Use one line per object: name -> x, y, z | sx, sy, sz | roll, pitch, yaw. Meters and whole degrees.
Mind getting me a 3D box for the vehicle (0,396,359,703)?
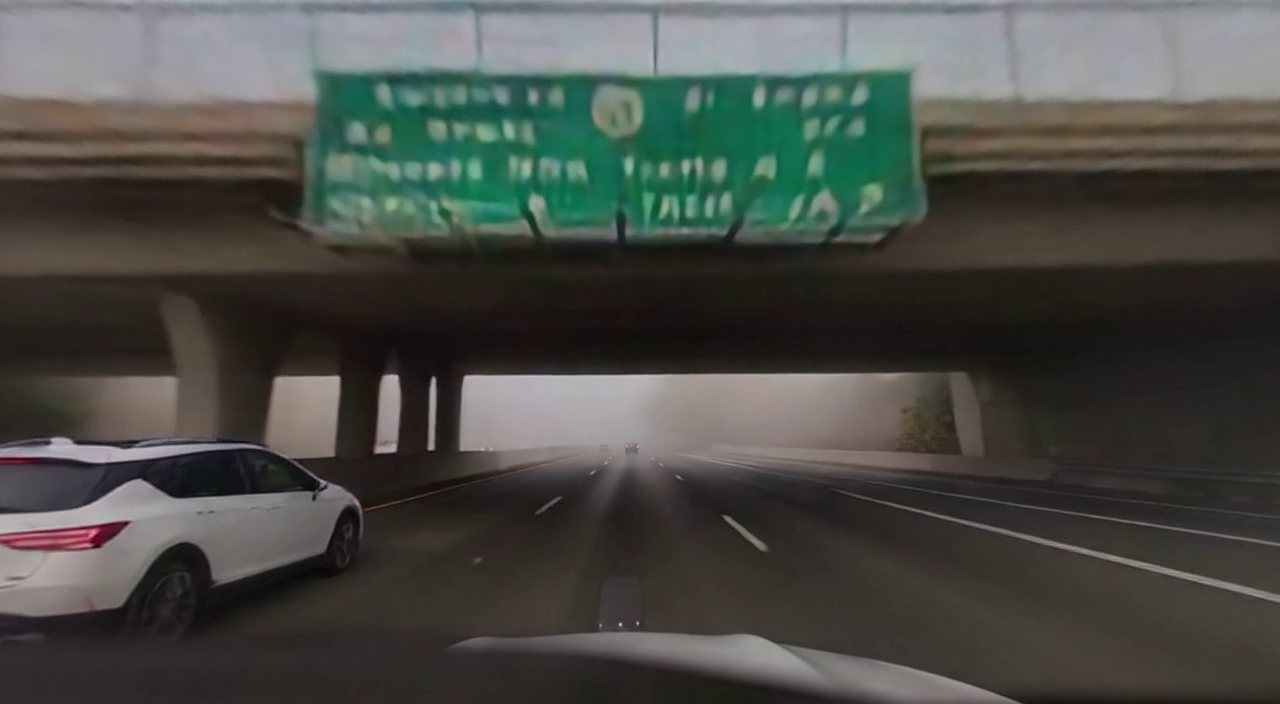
vehicle -> -4.043, 1.222, 4.543 | 2.050, 1.547, 4.266 | 0, -8, 0
